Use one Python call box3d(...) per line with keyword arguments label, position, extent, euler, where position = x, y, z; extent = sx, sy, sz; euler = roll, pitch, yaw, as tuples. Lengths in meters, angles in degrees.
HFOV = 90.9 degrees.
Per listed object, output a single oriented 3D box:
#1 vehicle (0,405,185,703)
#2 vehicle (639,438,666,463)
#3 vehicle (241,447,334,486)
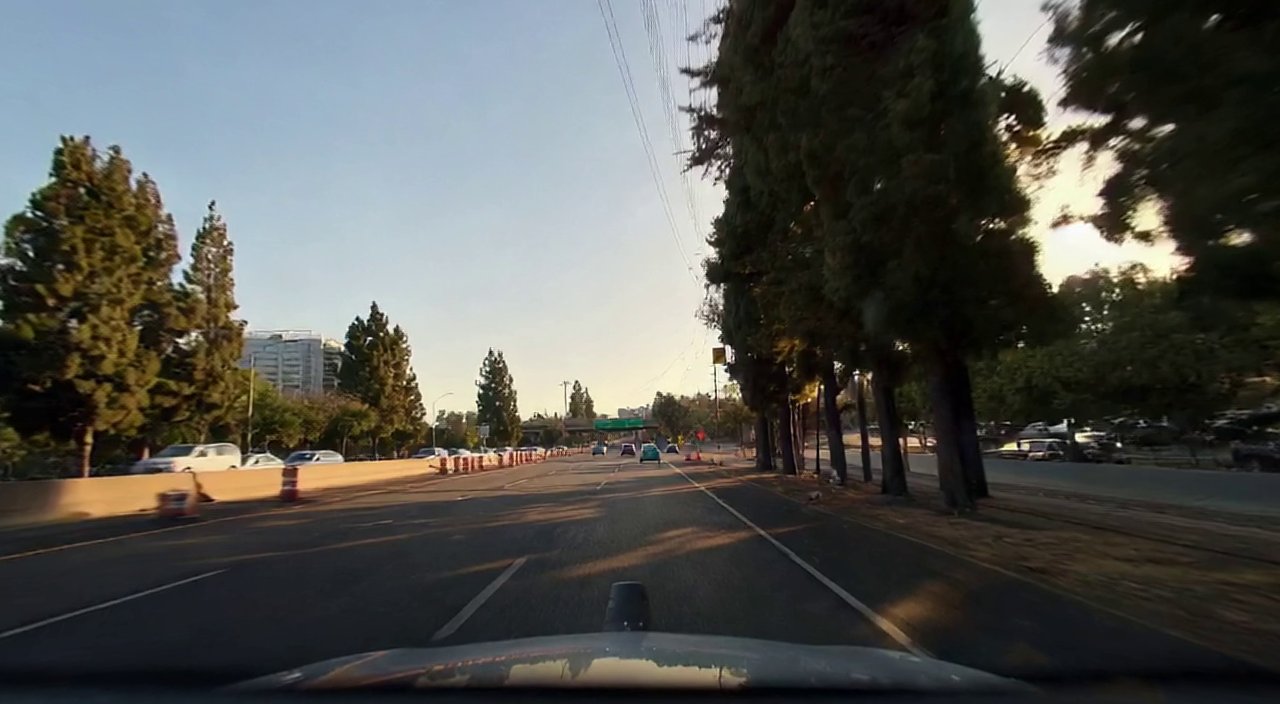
box3d(label="vehicle", position=(-3.147, 0.674, 0.389), extent=(2.087, 1.480, 4.825), euler=(0, -9, 1))
box3d(label="vehicle", position=(0.951, 7.643, 48.985), extent=(2.060, 1.845, 4.151), euler=(0, -8, 0))
box3d(label="vehicle", position=(-17.364, 5.623, 31.357), extent=(1.904, 1.764, 4.515), euler=(0, -8, 1))
